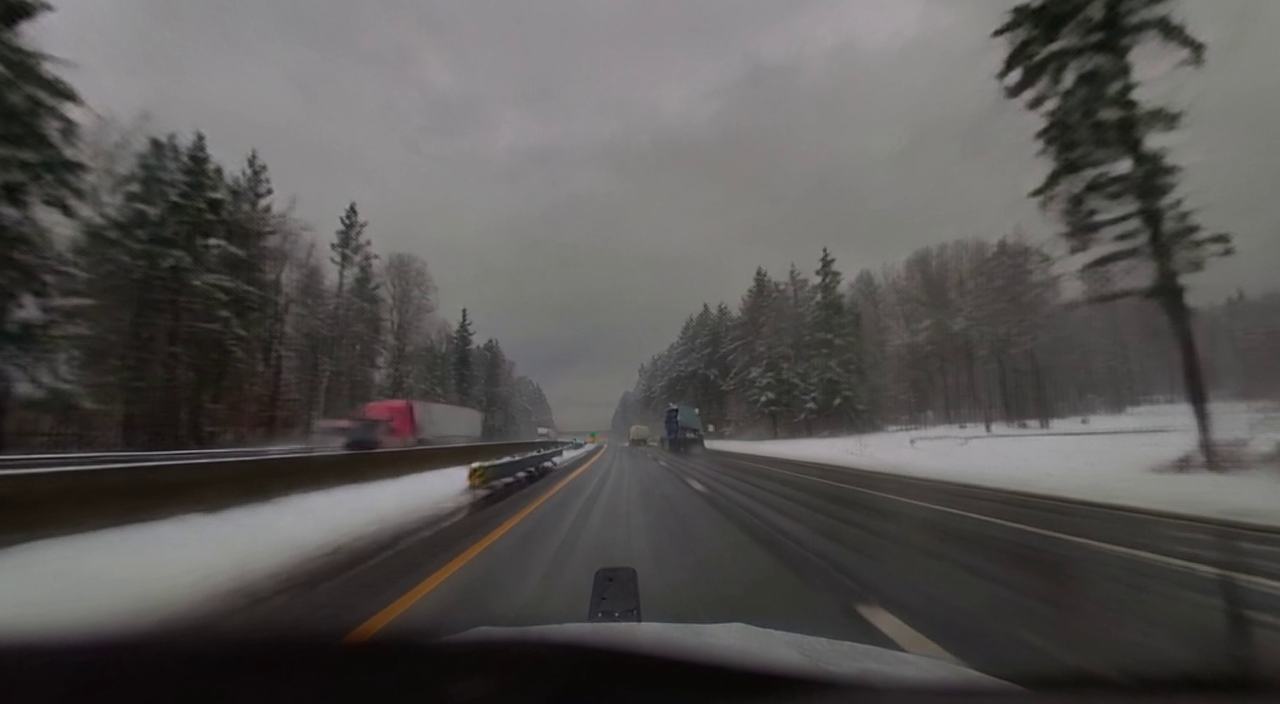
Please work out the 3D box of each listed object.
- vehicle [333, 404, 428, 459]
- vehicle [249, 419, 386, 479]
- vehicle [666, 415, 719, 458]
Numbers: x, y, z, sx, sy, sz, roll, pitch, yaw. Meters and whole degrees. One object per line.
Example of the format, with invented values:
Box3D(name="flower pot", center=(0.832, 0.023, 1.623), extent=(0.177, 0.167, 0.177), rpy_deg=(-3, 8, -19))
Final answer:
Box3D(name="vehicle", center=(-13.457, 4.230, 33.329), extent=(2.406, 2.624, 6.487), rpy_deg=(0, -8, -2))
Box3D(name="vehicle", center=(-8.810, 2.672, 17.634), extent=(1.870, 1.467, 3.808), rpy_deg=(0, -8, -1))
Box3D(name="vehicle", center=(3.444, 5.737, 42.812), extent=(2.741, 2.716, 6.323), rpy_deg=(0, -8, -2))
